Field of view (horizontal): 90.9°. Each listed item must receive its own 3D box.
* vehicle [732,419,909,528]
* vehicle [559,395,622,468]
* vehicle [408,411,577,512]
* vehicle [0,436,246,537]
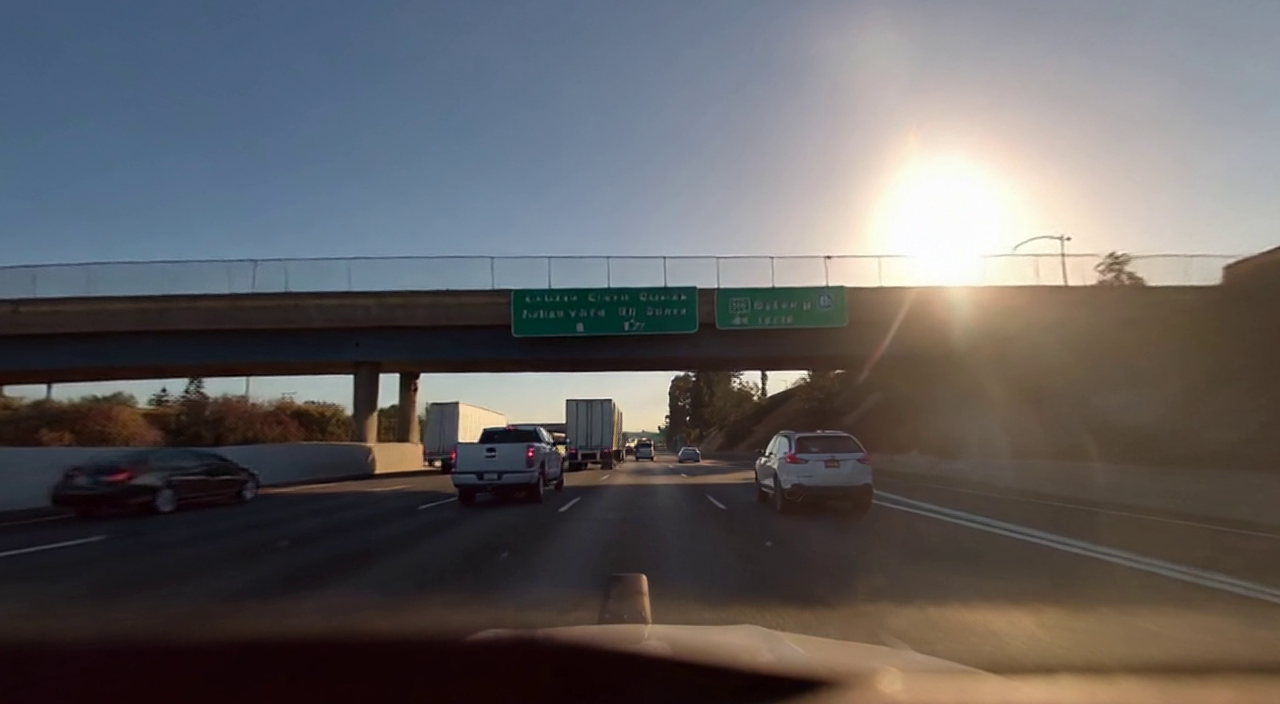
[{"bbox_3d":[3.110,2.204,11.965,2.028,1.658,4.334,0,-8,0],"label":"vehicle"},{"bbox_3d":[-3.039,5.667,43.633,2.869,4.108,15.564,0,-8,1],"label":"vehicle"},{"bbox_3d":[-3.334,2.717,16.166,2.645,2.023,6.491,0,-8,1],"label":"vehicle"},{"bbox_3d":[-10.078,2.392,11.979,1.981,1.495,4.834,0,-8,1],"label":"vehicle"}]
